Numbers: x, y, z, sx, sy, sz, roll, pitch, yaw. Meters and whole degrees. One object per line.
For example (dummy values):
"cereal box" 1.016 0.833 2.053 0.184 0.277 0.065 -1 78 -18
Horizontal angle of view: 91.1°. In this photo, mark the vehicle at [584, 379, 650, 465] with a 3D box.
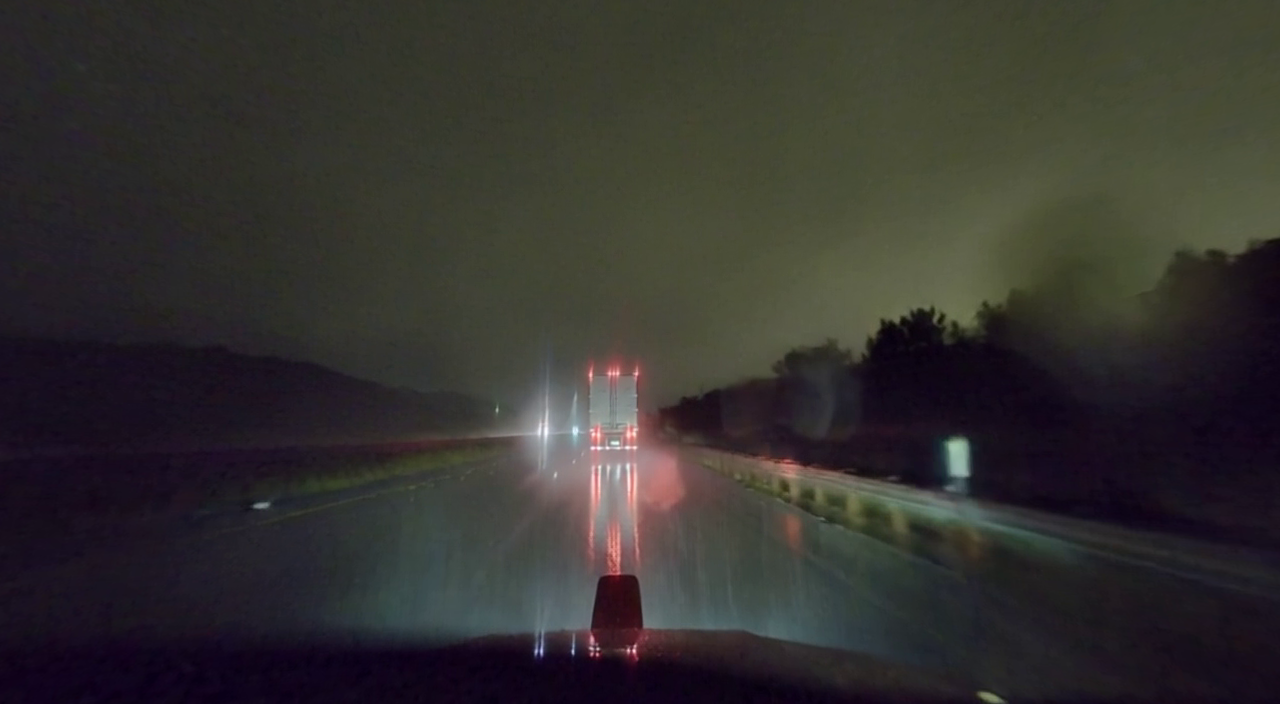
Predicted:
"vehicle" -1.311 3.906 34.165 3.023 3.965 10.402 0 -8 -3
